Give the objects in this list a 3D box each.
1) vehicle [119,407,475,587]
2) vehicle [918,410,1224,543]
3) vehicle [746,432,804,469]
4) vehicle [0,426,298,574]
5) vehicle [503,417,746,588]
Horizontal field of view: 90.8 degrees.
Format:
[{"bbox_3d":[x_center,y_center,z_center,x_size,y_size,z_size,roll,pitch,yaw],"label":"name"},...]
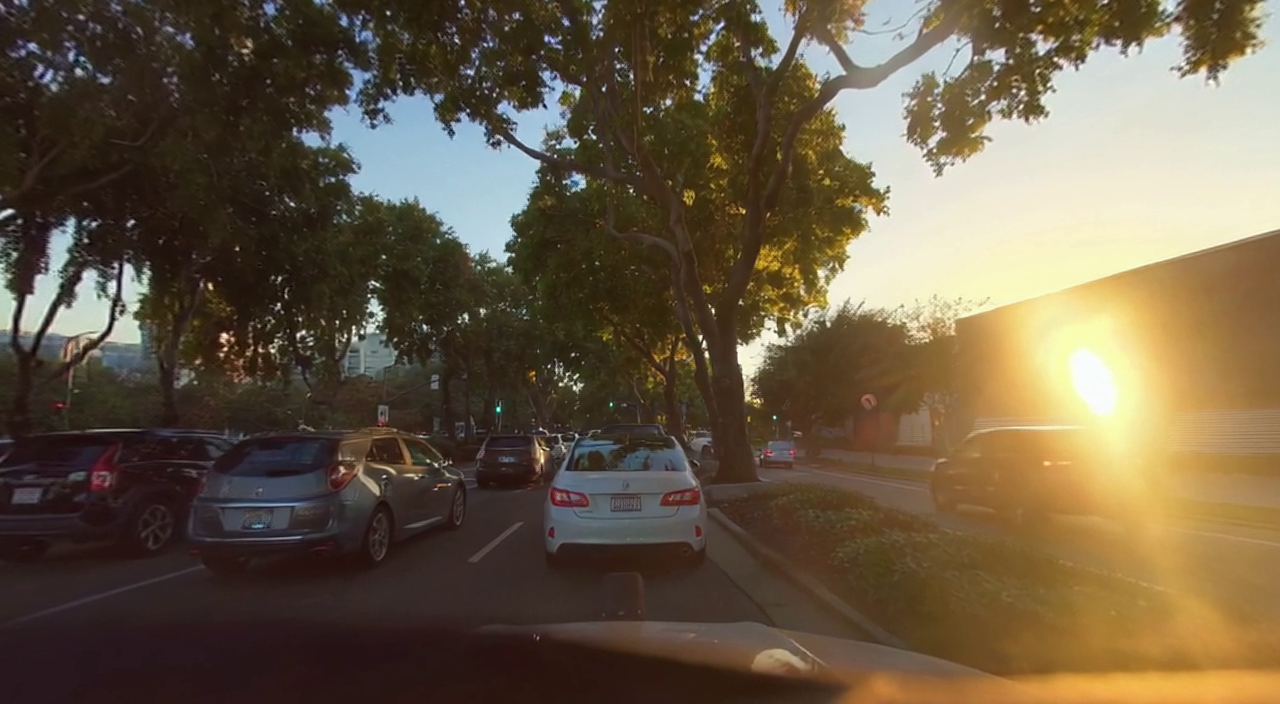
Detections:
[{"bbox_3d":[-3.705,1.644,8.001,2.009,1.619,4.376,0,-8,1],"label":"vehicle"},{"bbox_3d":[6.267,1.845,9.925,1.895,1.633,4.030,0,-9,0],"label":"vehicle"},{"bbox_3d":[6.672,4.928,31.696,1.889,1.681,4.120,0,-9,-1],"label":"vehicle"},{"bbox_3d":[-6.980,1.861,8.790,1.860,1.491,4.586,0,-8,0],"label":"vehicle"},{"bbox_3d":[-0.175,1.654,7.789,2.161,1.501,4.184,0,-8,-1],"label":"vehicle"}]
